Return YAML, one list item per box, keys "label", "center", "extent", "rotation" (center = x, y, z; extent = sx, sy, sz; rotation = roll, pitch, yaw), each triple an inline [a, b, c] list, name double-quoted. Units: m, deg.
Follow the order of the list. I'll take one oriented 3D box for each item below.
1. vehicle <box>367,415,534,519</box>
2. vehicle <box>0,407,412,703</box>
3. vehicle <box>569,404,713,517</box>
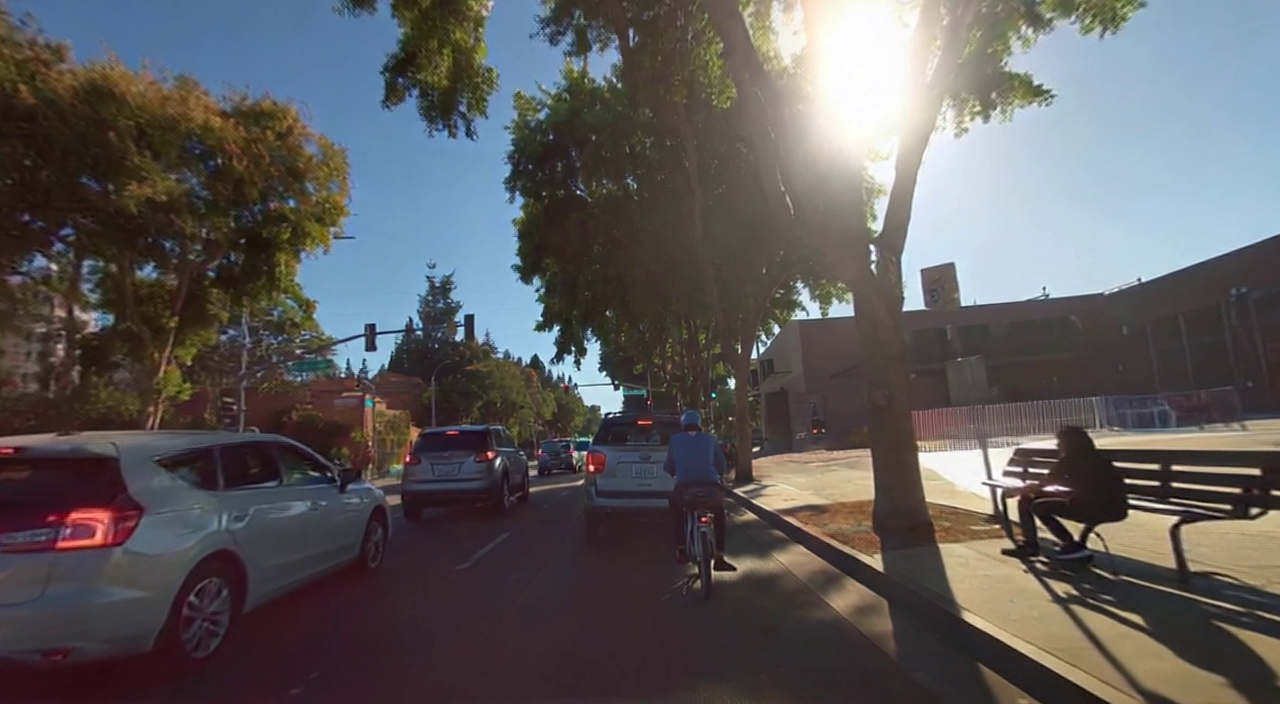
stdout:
- label: "vehicle"
  center: [-3.607, 2.297, 13.030]
  extent: [2.046, 1.750, 4.452]
  rotation: [0, -9, 0]
- label: "vehicle"
  center: [-3.586, 1.298, 4.860]
  extent: [2.064, 1.486, 4.140]
  rotation: [0, -9, 1]
- label: "vehicle"
  center: [-0.025, 2.207, 13.232]
  extent: [2.426, 1.882, 5.027]
  rotation: [0, -9, -1]
